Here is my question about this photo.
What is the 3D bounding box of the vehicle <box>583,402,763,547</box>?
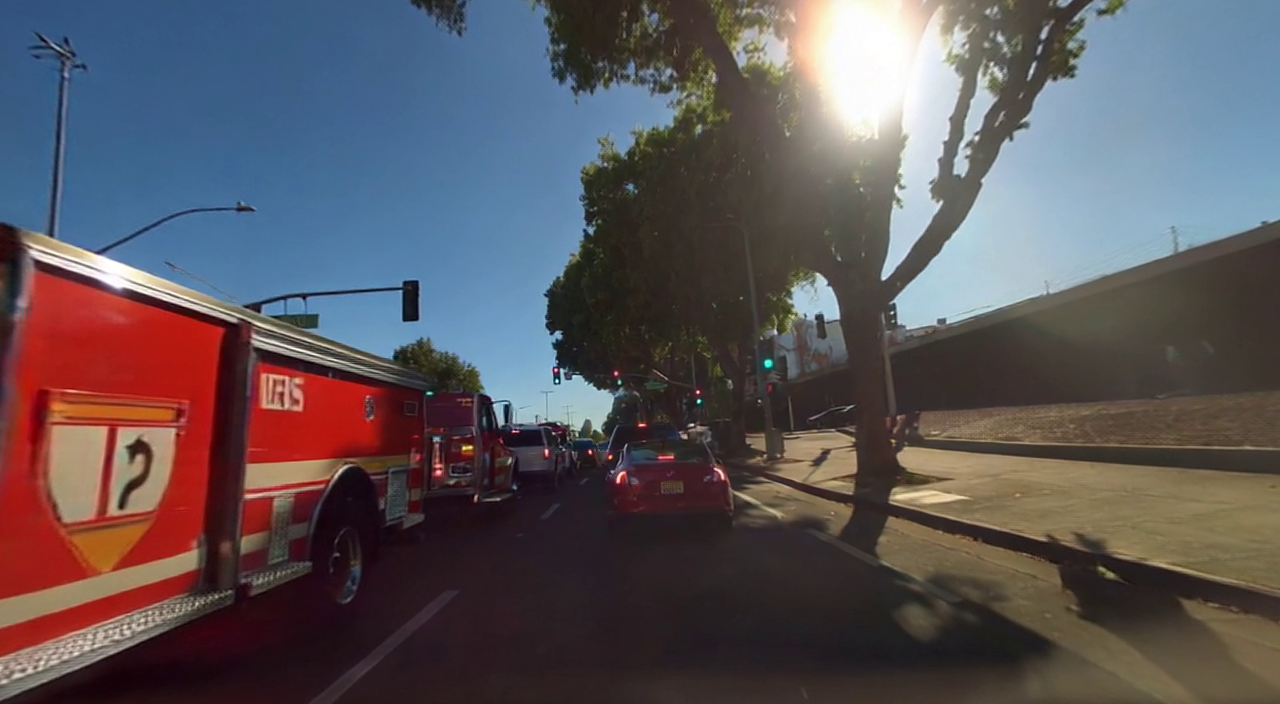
[{"bbox_3d":[0.247,1.932,10.664,2.332,1.831,4.930,0,-8,-4],"label":"vehicle"}]

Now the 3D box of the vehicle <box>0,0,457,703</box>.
[{"bbox_3d":[-3.718,-0.332,0.543,3.631,3.655,12.773,0,-8,-1],"label":"vehicle"}]

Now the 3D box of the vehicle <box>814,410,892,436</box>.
[{"bbox_3d":[14.379,4.826,42.741,4.528,1.704,2.073,1,-9,-12],"label":"vehicle"}]
